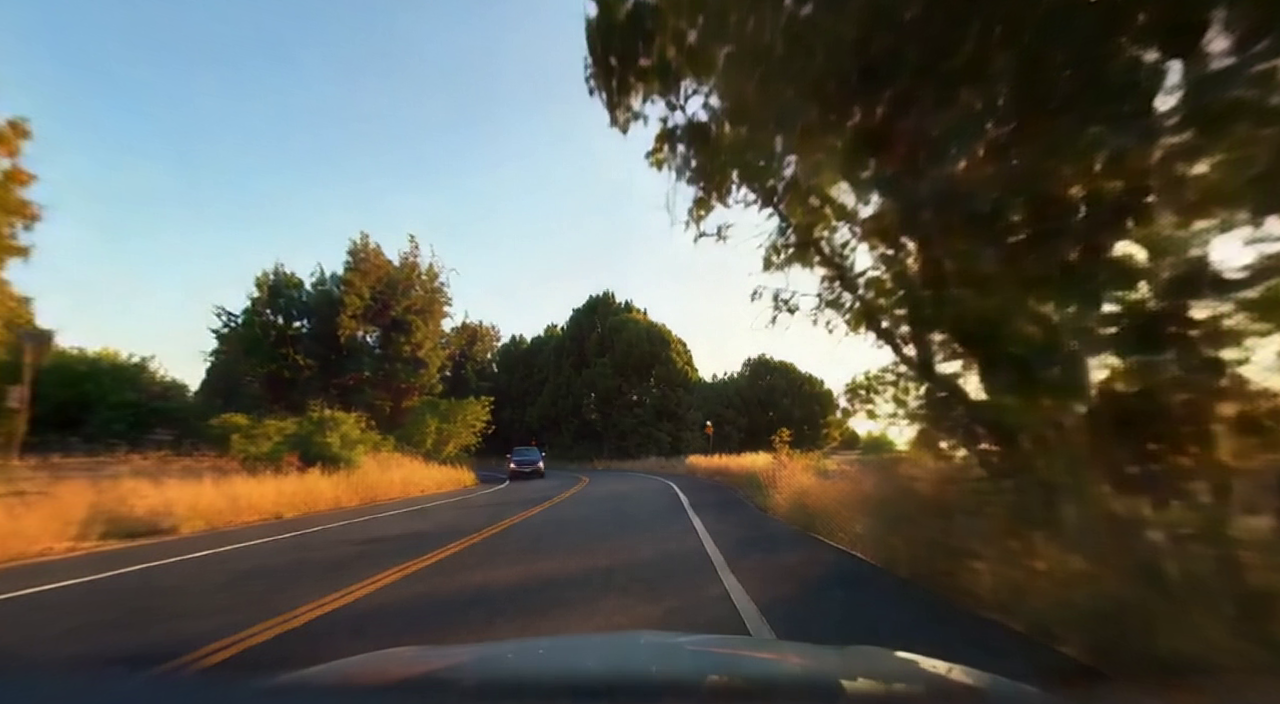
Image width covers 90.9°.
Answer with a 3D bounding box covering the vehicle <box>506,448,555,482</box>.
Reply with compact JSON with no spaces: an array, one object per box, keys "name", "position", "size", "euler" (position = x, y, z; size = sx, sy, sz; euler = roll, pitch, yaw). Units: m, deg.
[{"name":"vehicle","position":[-7.146,7.193,40.570],"size":[2.546,1.975,5.702],"euler":[2,-9,-15]}]
